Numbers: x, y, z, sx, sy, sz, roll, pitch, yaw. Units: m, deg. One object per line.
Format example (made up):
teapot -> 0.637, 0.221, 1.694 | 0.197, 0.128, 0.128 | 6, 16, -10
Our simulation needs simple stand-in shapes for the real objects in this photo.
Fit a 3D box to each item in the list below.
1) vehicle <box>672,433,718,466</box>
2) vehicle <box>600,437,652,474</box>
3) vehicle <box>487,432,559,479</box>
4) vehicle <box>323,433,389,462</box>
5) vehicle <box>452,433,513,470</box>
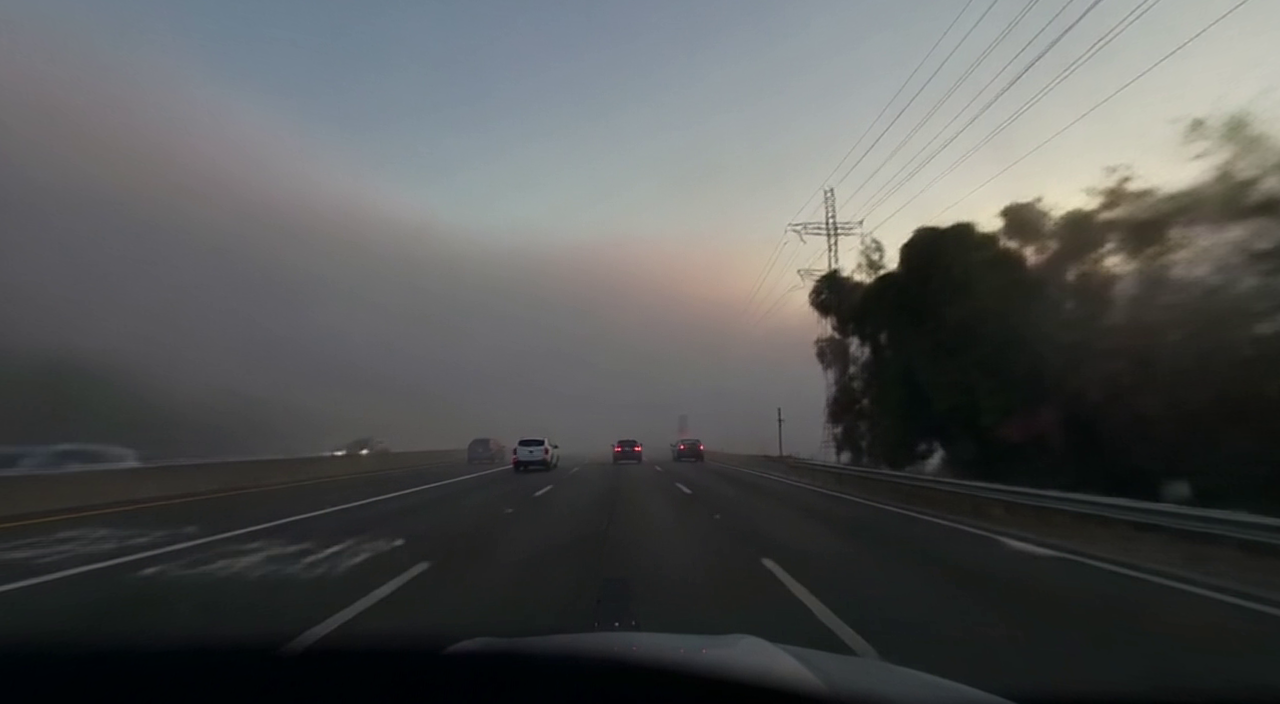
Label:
vehicle -> 2.971, 5.376, 35.040 | 1.950, 1.695, 4.446 | 0, -8, -2
vehicle -> -0.590, 4.382, 27.045 | 2.086, 1.488, 3.440 | 0, -8, -1
vehicle -> -4.356, 3.910, 24.171 | 1.901, 1.601, 4.610 | 0, -8, 0
vehicle -> -20.214, 6.788, 45.163 | 2.279, 1.940, 5.463 | 0, -8, -1
vehicle -> -7.613, 4.822, 30.912 | 1.980, 1.678, 4.255 | 0, -8, -1
